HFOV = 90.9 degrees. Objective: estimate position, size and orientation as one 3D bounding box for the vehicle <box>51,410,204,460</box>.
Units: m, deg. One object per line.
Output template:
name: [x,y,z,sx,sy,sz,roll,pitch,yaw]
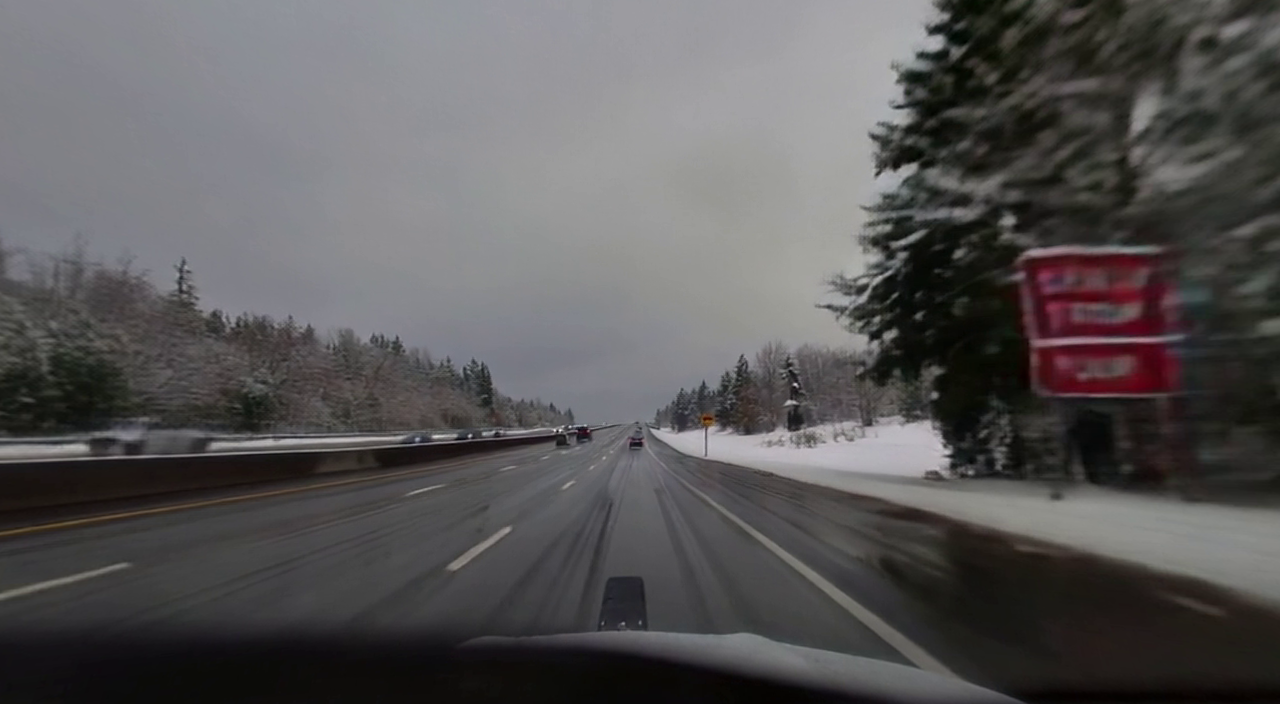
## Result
vehicle: [-25.443,4.240,31.785,2.484,2.248,6.190,0,-8,0]
